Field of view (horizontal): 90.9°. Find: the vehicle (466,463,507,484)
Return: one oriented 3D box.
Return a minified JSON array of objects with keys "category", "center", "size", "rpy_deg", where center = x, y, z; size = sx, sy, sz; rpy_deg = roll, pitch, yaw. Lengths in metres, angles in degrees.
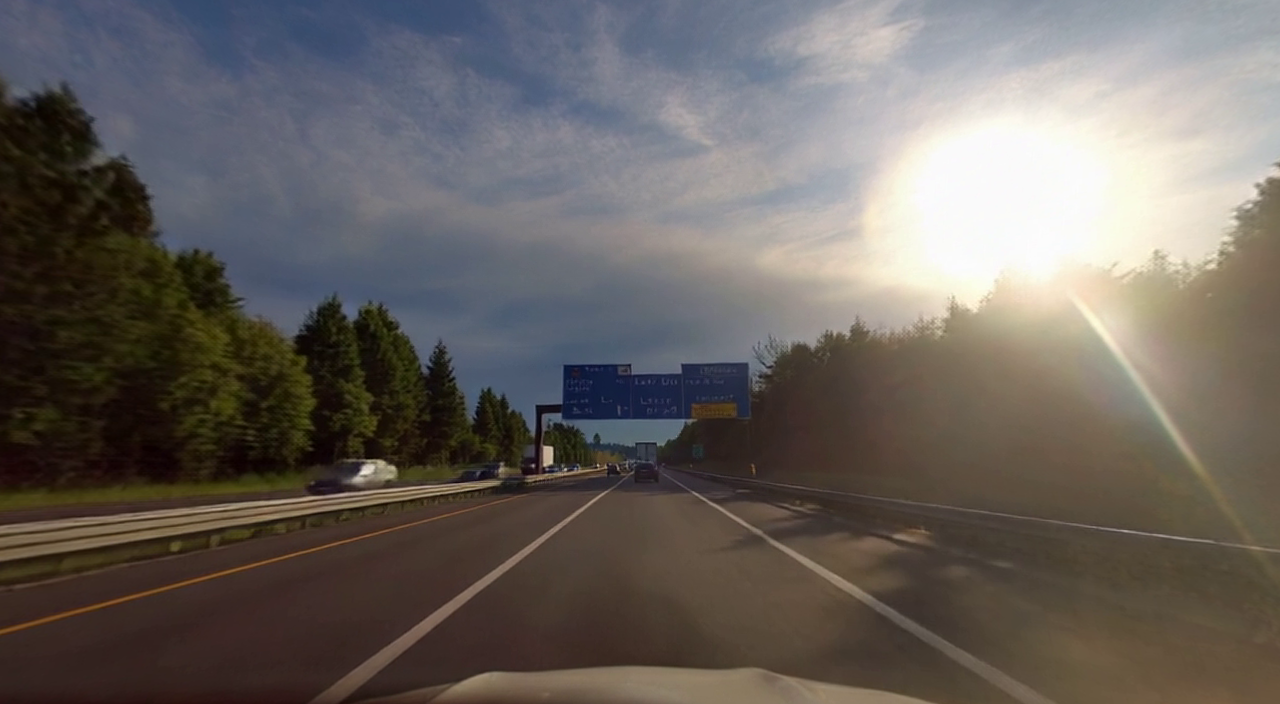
[{"category":"vehicle","center":[-11.927,9.496,49.280],"size":[1.883,1.486,4.813],"rpy_deg":[0,-10,2]}]

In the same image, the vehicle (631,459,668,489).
[{"category":"vehicle","center":[0.547,7.334,38.033],"size":[2.048,1.663,4.377],"rpy_deg":[1,-10,0]}]

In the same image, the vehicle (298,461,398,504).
[{"category":"vehicle","center":[-11.113,4.994,24.336],"size":[1.798,1.447,4.131],"rpy_deg":[1,-10,1]}]
